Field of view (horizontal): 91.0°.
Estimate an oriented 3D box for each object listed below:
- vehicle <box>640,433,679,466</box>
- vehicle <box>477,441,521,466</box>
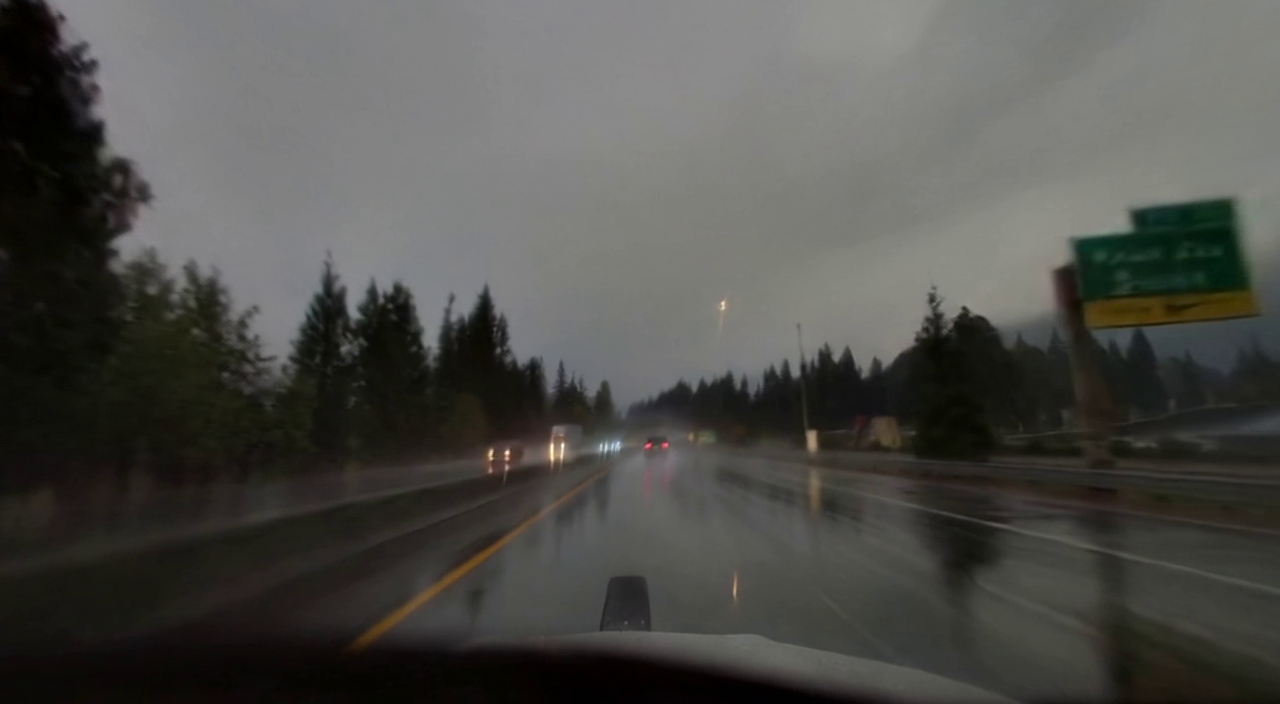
[{"bbox_3d":[1.206,6.054,39.268,2.301,1.944,4.554,0,-8,2],"label":"vehicle"},{"bbox_3d":[-9.283,6.703,41.748,1.850,1.523,4.054,0,-8,1],"label":"vehicle"}]
